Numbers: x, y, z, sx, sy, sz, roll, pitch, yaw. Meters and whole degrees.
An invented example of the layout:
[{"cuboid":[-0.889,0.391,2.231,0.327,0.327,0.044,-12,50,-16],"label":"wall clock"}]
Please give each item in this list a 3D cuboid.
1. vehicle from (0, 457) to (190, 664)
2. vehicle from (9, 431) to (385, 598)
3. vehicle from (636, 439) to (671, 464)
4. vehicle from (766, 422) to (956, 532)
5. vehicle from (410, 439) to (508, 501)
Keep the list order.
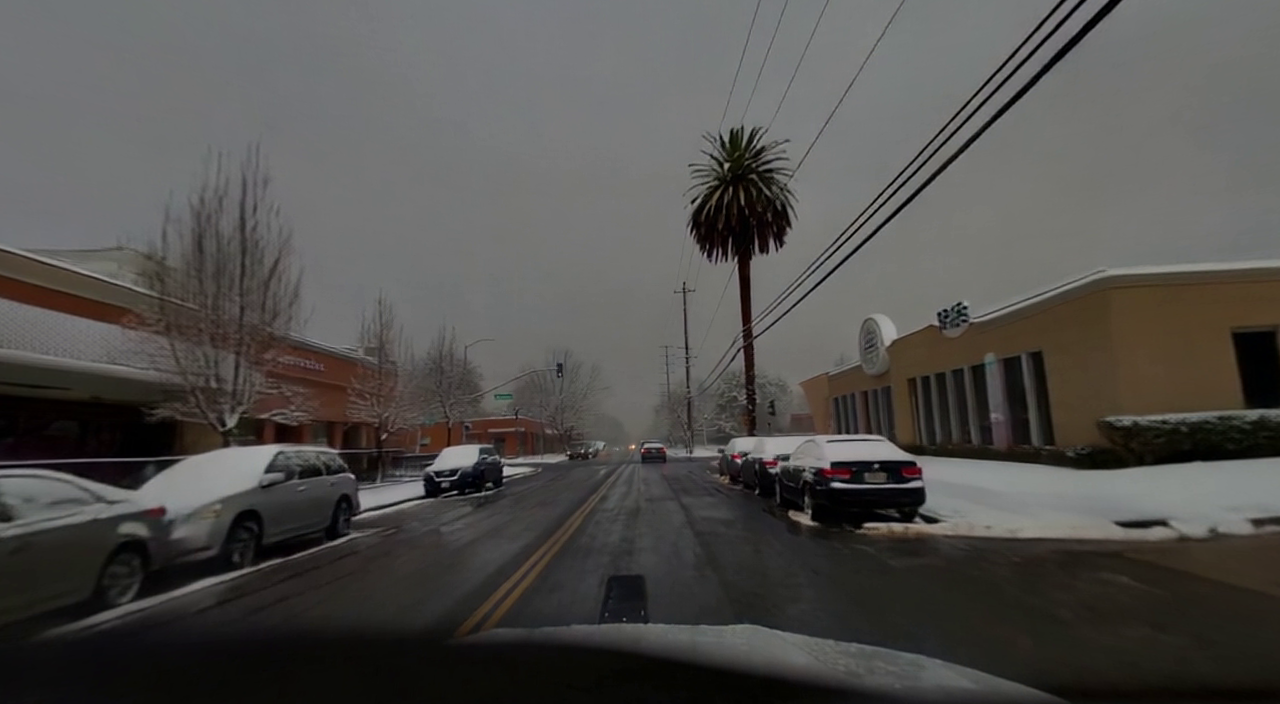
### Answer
[{"cuboid":[-6.040,1.669,4.907,1.931,1.574,4.360,0,-8,-2],"label":"vehicle"},{"cuboid":[-6.183,2.270,9.986,2.007,1.876,5.361,-1,-8,1],"label":"vehicle"},{"cuboid":[0.812,6.438,41.018,2.125,1.524,4.404,0,-8,0],"label":"vehicle"},{"cuboid":[3.732,2.204,11.766,1.948,1.607,4.873,-1,-8,2],"label":"vehicle"},{"cuboid":[-6.023,3.962,21.714,2.126,1.864,4.831,0,-8,-2],"label":"vehicle"}]
